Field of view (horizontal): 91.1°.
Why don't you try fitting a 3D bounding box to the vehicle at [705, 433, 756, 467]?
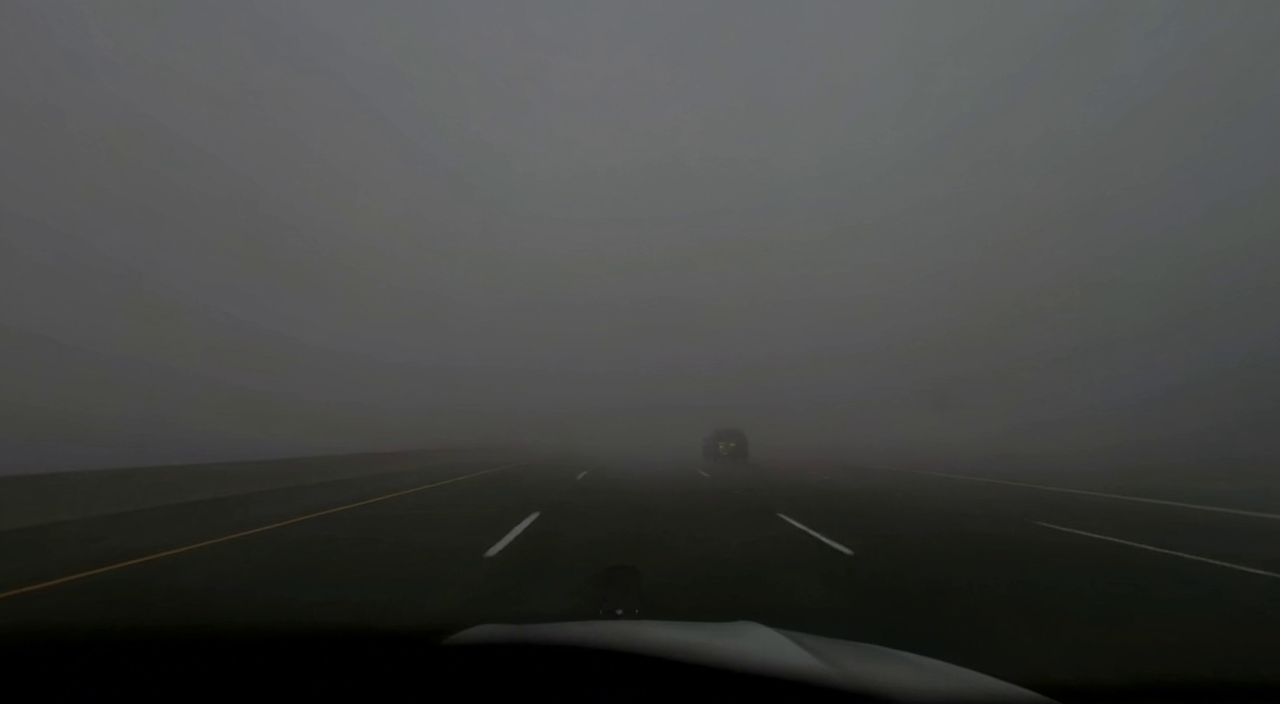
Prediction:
[{"bbox_3d":[4.240,4.625,30.007,1.802,1.492,3.804,0,-8,-1],"label":"vehicle"}]
